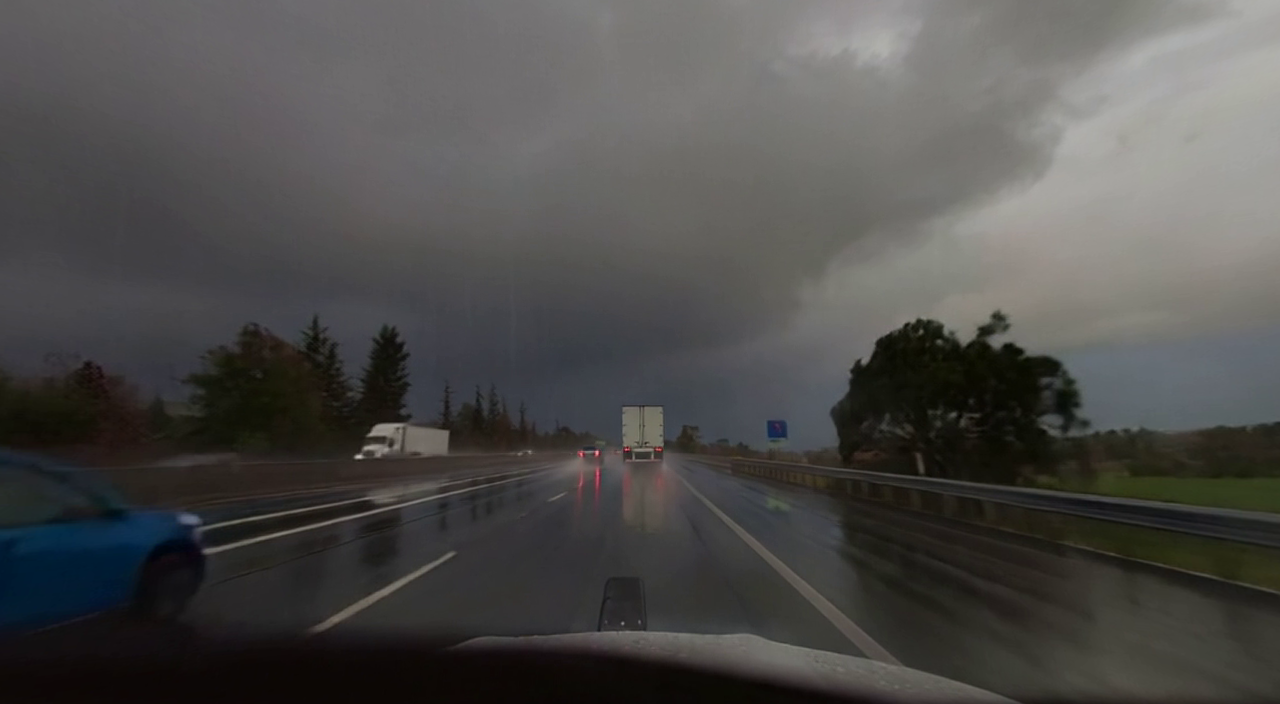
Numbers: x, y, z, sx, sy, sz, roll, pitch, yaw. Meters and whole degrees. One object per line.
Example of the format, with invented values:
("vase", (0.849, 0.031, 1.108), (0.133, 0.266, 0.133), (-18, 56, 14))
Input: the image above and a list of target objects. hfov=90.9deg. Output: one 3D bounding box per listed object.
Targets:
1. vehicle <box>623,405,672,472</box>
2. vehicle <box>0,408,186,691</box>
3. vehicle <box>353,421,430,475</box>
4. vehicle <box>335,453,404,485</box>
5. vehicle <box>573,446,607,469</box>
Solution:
("vehicle", (0.497, 5.888, 42.467), (2.899, 3.966, 10.053), (0, -9, 1))
("vehicle", (-4.546, 0.937, 2.498), (2.051, 1.538, 4.569), (0, -9, 0))
("vehicle", (-17.545, 6.834, 44.962), (2.958, 3.590, 6.128), (0, -9, 0))
("vehicle", (-13.256, 5.743, 31.123), (1.660, 1.399, 3.788), (0, -9, 1))
("vehicle", (-3.654, 7.759, 46.463), (2.063, 1.583, 4.049), (0, -9, 1))
